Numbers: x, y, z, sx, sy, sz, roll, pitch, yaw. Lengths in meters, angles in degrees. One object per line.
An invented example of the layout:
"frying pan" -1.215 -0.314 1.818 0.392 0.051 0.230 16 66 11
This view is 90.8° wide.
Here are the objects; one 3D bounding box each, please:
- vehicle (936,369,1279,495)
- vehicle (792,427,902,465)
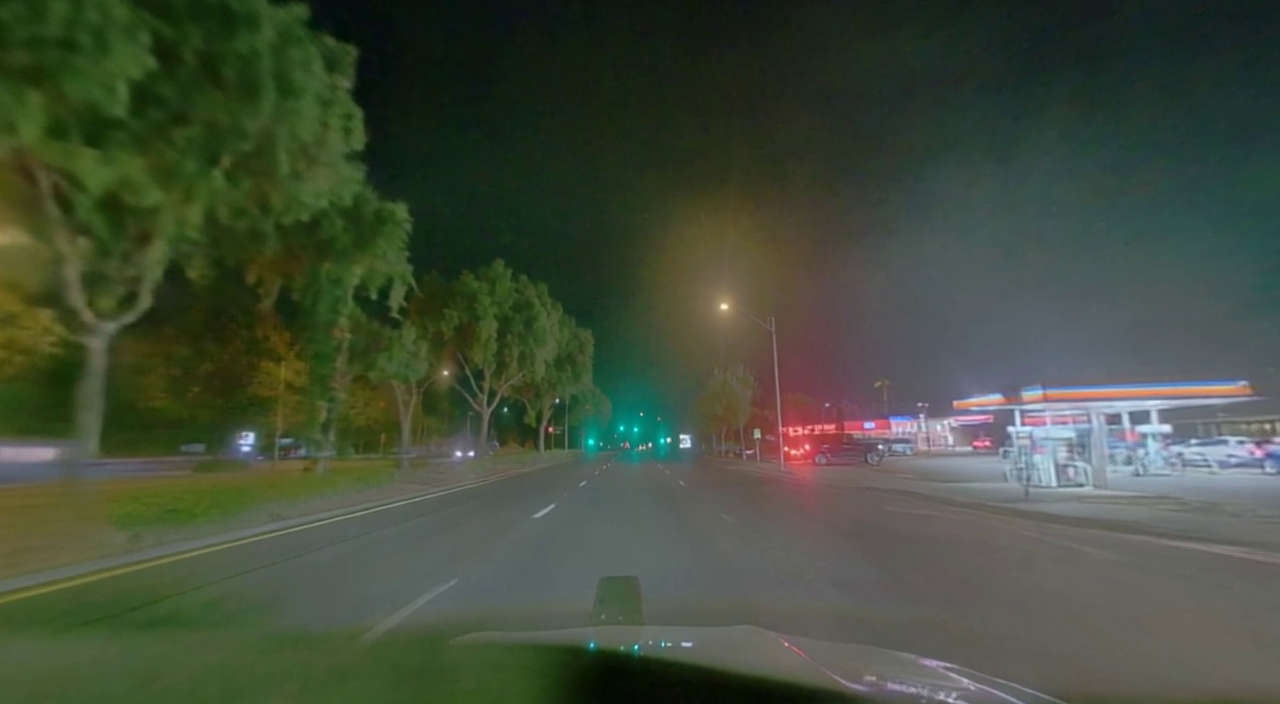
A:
"vehicle" 14.228 2.422 18.971 9.127 3.409 2.992 0 -8 -2
"vehicle" 13.089 5.983 40.283 6.063 2.313 2.534 0 -8 1
